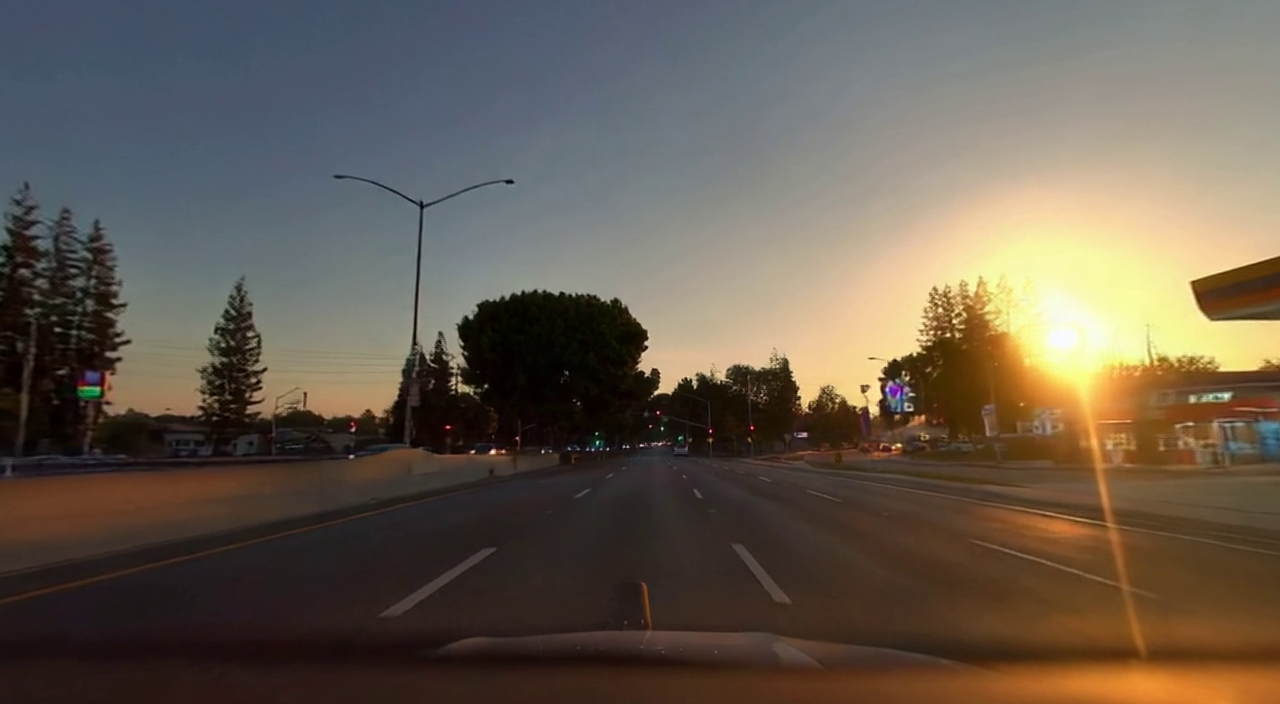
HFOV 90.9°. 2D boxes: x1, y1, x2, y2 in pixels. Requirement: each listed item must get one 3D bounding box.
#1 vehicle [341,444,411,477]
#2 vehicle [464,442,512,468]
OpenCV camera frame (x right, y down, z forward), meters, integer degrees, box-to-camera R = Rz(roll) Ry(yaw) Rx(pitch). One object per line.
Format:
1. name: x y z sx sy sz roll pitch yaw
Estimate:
1. vehicle: -12.962 5.326 31.198 1.722 1.510 3.779 0 -8 2
2. vehicle: -9.978 6.774 41.710 2.059 1.621 4.269 0 -8 1
